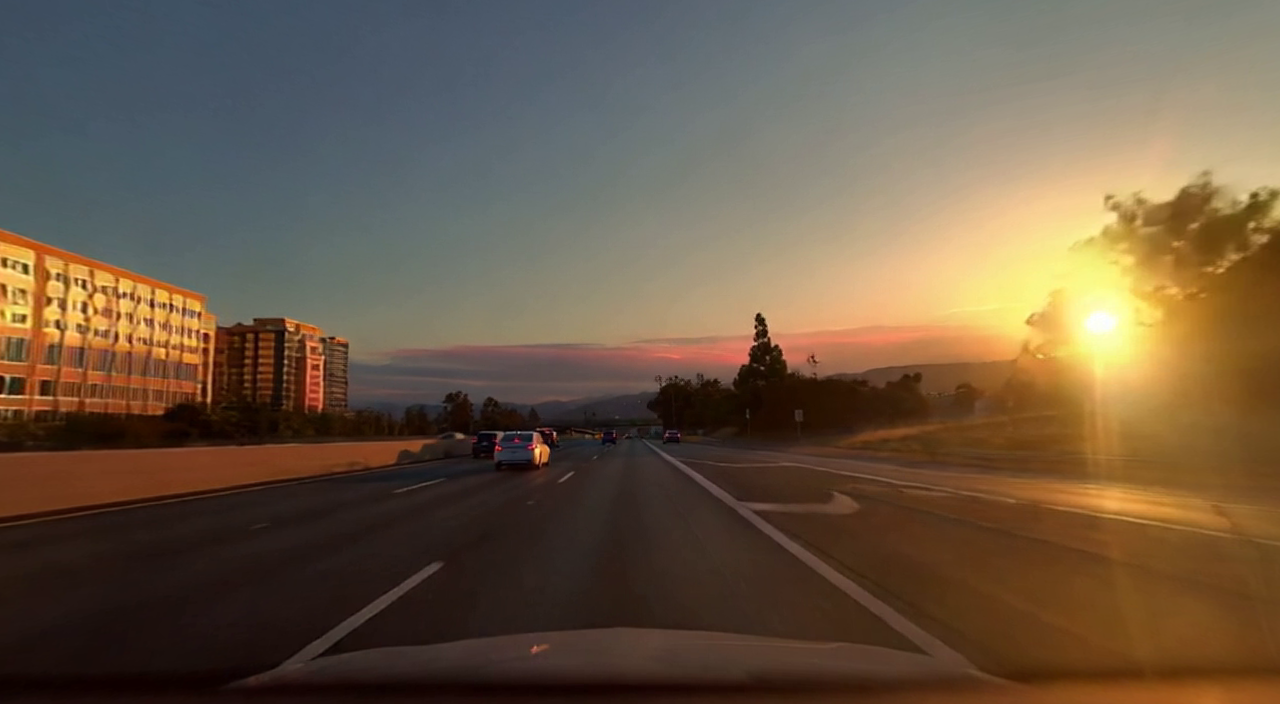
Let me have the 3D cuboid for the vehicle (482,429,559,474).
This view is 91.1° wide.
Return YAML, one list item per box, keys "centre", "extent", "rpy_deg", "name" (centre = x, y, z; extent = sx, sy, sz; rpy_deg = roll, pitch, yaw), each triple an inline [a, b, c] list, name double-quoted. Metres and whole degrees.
- centre: [-4.296, 3.648, 23.425]
  extent: [1.996, 1.490, 4.571]
  rpy_deg: [0, -8, 0]
  name: "vehicle"
